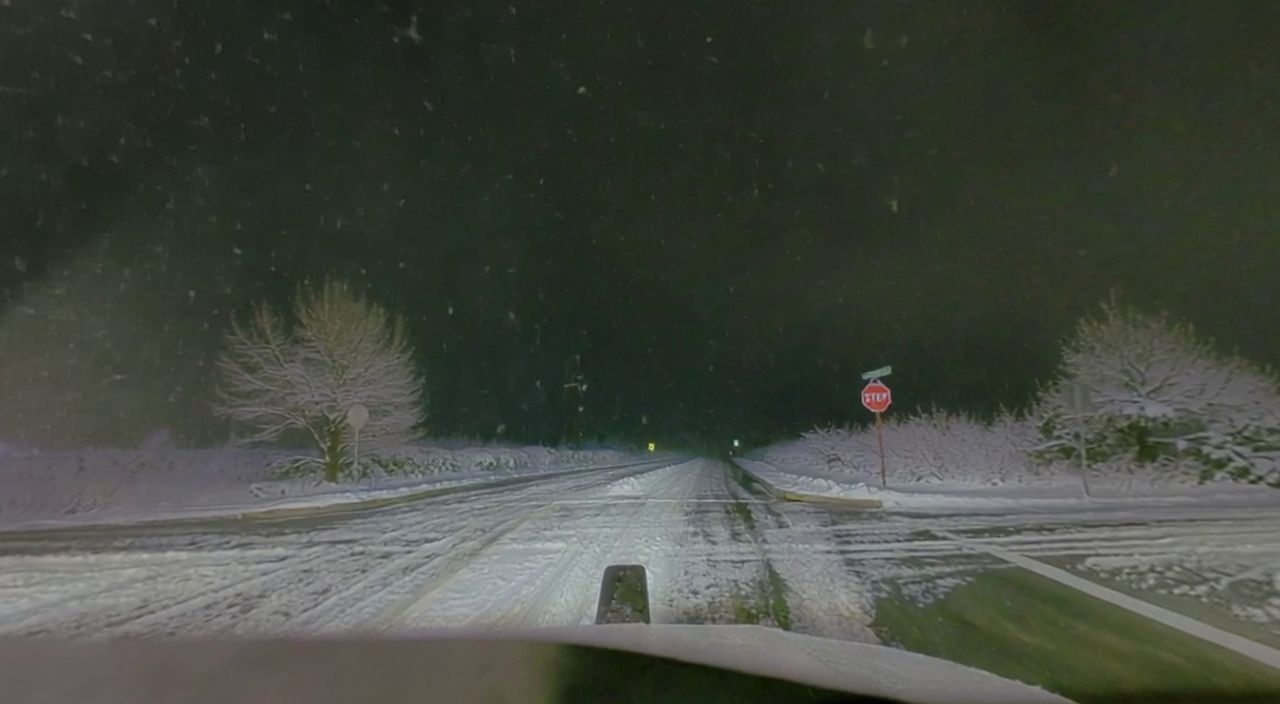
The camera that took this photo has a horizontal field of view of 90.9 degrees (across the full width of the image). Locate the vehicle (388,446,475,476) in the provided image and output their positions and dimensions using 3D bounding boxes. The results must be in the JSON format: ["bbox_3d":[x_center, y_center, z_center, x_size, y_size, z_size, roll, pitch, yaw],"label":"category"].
[{"bbox_3d":[-12.709,6.624,38.537,4.590,1.735,1.973,-1,-9,3],"label":"vehicle"}]
